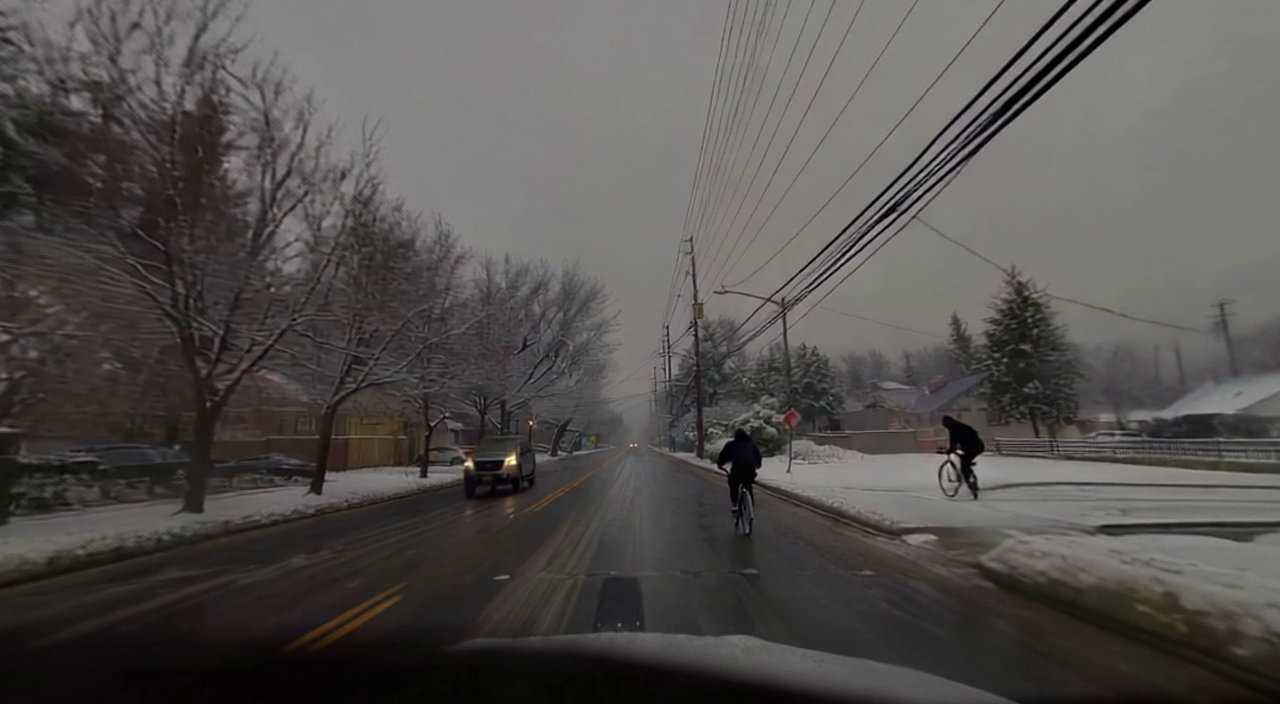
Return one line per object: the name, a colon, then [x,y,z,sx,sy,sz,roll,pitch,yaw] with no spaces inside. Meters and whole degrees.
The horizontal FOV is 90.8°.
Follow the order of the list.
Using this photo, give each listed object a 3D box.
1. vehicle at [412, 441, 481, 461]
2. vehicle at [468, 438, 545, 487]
vehicle: [-15.142,7.749,49.654,4.805,1.508,1.954,0,-9,-1]
vehicle: [-5.212,4.383,25.373,2.073,1.761,4.589,0,-8,0]
